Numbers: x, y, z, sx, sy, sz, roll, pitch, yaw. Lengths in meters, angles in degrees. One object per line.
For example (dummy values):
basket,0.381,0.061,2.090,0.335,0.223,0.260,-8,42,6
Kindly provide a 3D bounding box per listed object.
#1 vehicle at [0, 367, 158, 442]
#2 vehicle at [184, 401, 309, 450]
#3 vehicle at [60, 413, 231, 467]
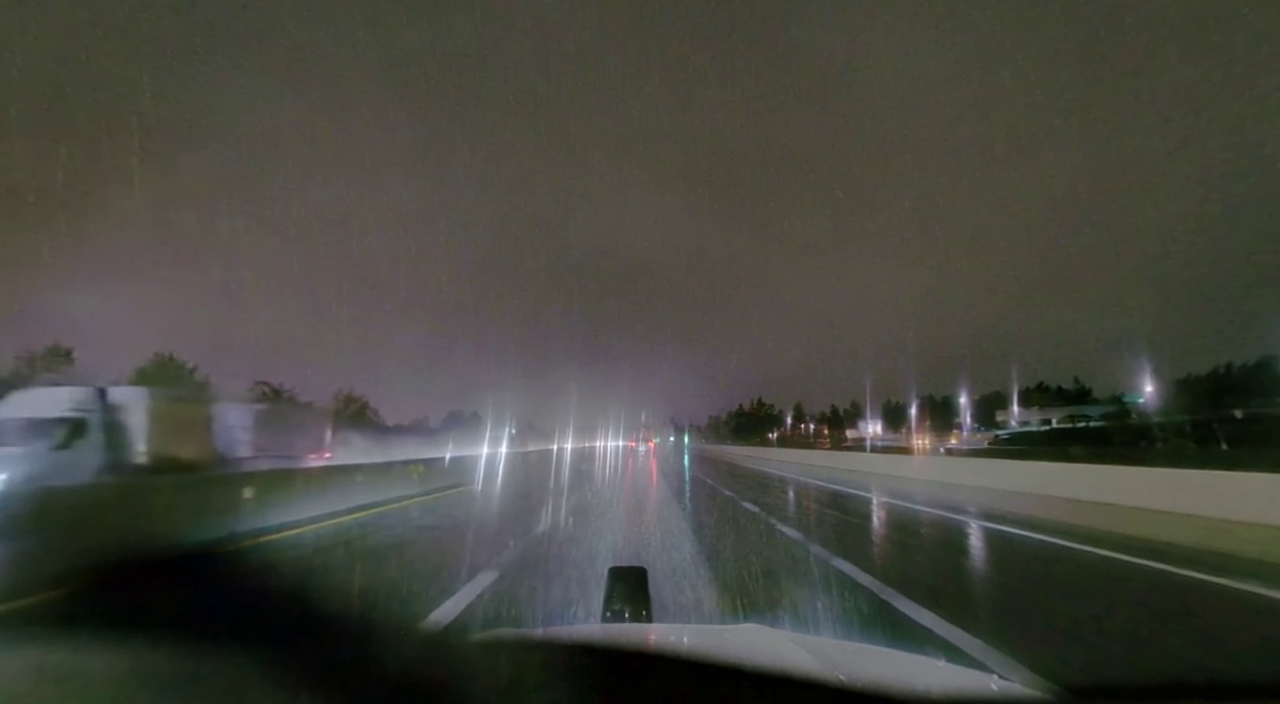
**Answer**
vehicle,-18.229,1.757,19.247,2.301,1.979,5.870,0,-8,0
vehicle,-18.131,3.507,29.411,2.087,2.096,5.564,0,-8,2
vehicle,-18.017,3.278,23.358,2.169,1.756,5.078,0,-8,1
